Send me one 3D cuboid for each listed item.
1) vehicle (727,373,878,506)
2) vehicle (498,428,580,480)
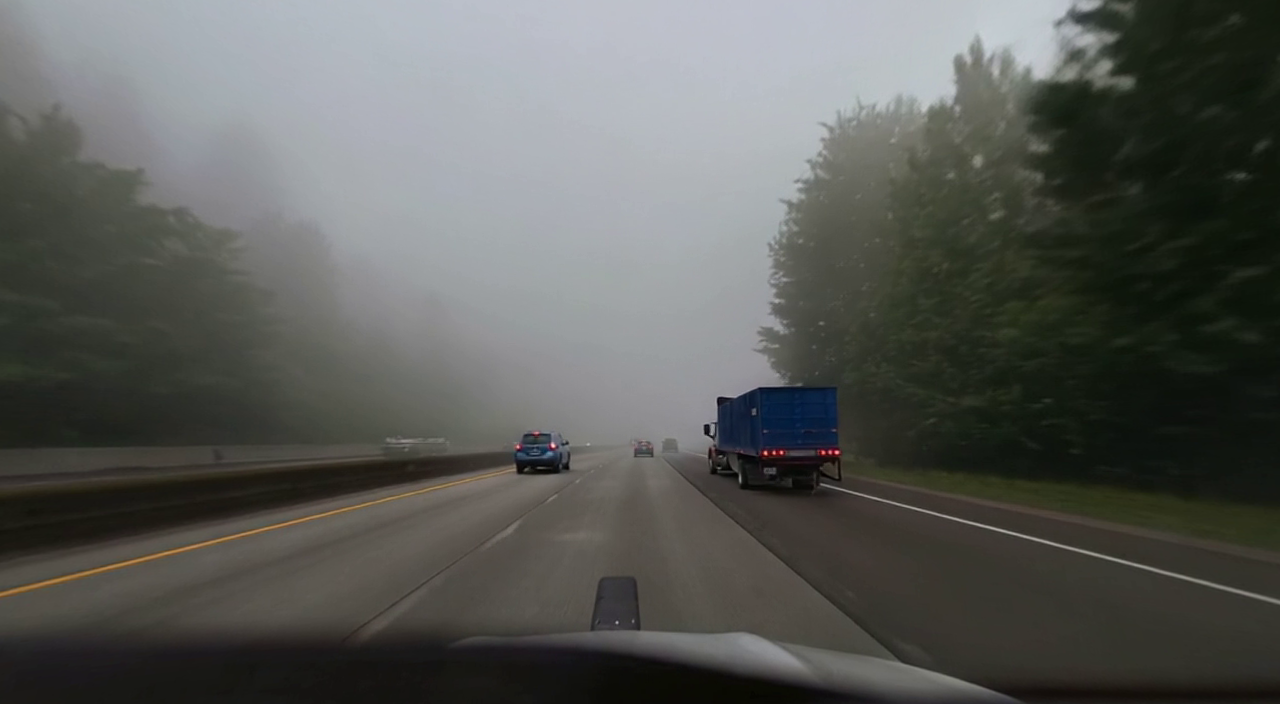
[{"bbox_3d":[3.453,1.965,14.355,2.256,2.568,4.049,0,-8,-1],"label":"vehicle"},{"bbox_3d":[-3.280,3.394,21.354,2.008,1.588,4.147,0,-8,1],"label":"vehicle"}]
